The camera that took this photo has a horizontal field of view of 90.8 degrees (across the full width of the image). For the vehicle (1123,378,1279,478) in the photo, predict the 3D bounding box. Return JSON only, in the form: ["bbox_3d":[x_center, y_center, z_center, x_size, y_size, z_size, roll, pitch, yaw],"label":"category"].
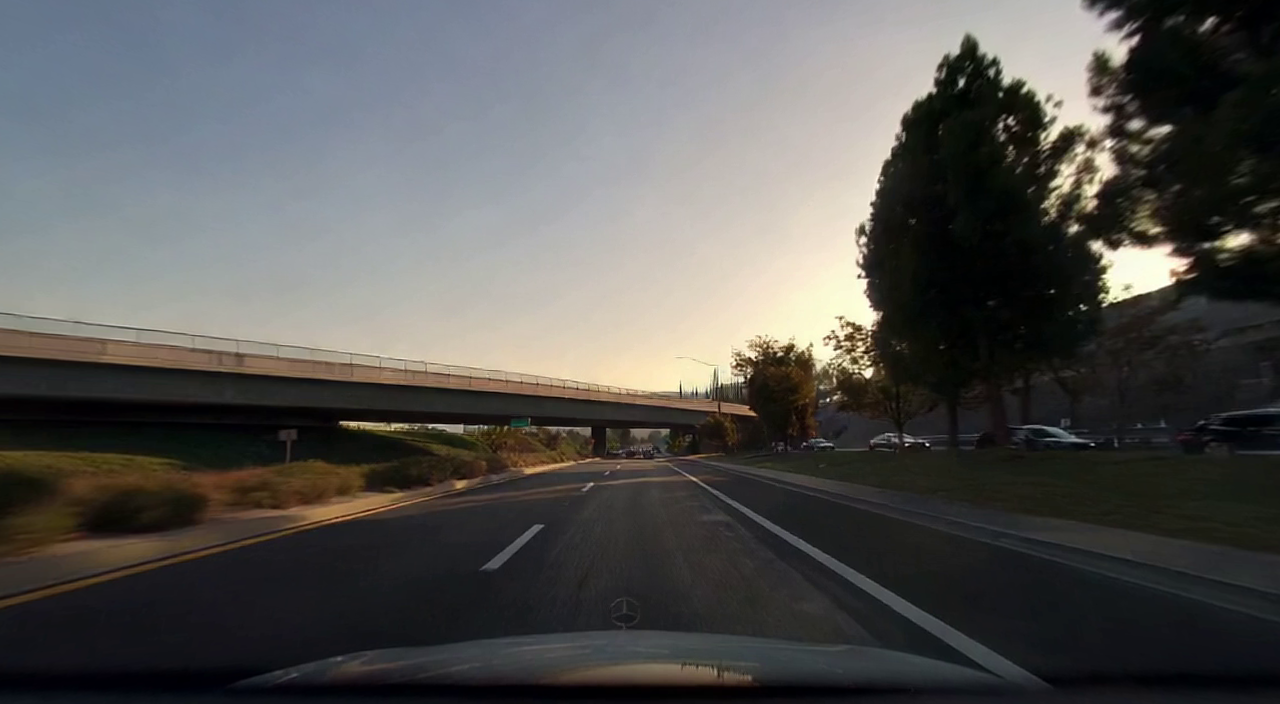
[{"bbox_3d":[28.267,3.579,28.855,2.848,4.095,14.282,-1,-9,8],"label":"vehicle"}]

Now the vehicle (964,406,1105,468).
[{"bbox_3d":[30.287,6.768,49.709,2.914,4.132,13.954,-2,-8,4],"label":"vehicle"}]
